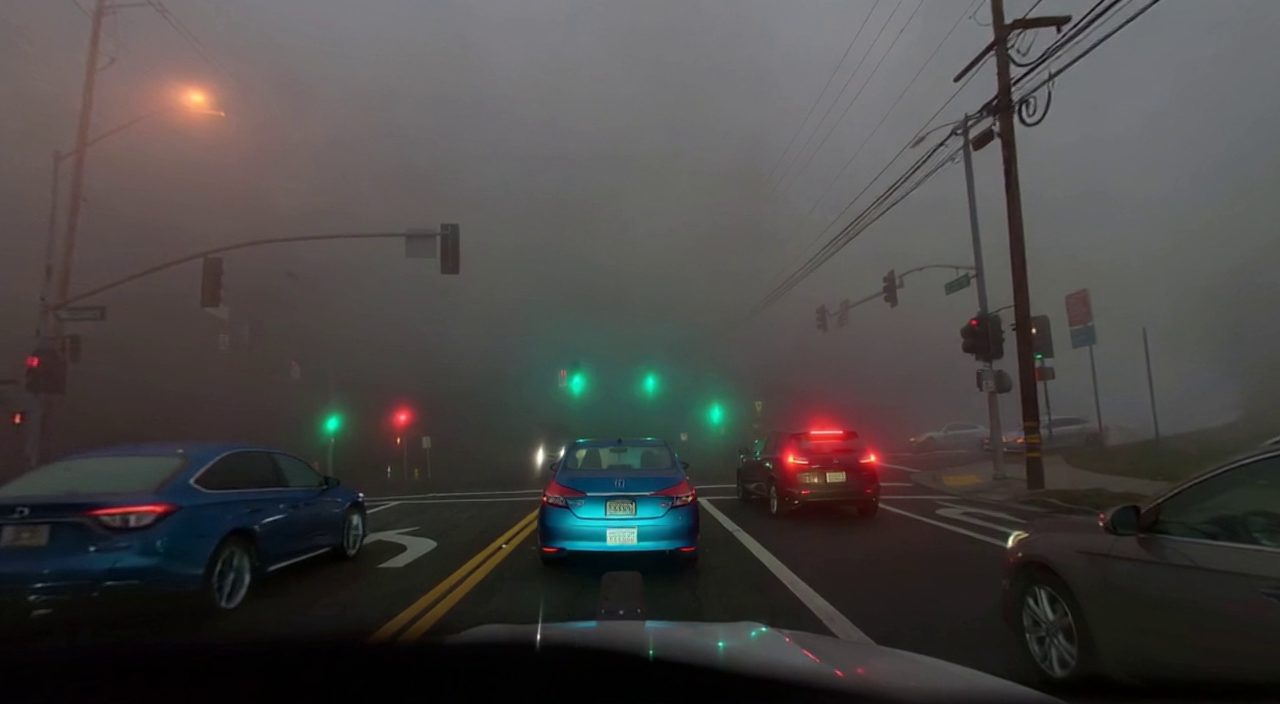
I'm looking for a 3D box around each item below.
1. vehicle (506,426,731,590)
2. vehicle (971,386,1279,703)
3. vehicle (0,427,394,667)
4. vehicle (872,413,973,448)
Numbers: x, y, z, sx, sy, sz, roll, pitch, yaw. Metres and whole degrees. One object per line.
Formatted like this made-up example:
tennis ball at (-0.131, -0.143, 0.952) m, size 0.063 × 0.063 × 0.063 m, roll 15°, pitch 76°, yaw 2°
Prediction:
vehicle at (-0.222, 1.749, 7.972) m, size 2.061 × 1.485 × 4.196 m, roll 0°, pitch -8°, yaw -1°
vehicle at (2.921, 0.848, 1.866) m, size 1.860 × 1.494 × 3.707 m, roll 0°, pitch -8°, yaw 0°
vehicle at (-4.384, 1.551, 6.212) m, size 2.106 × 1.492 × 4.312 m, roll 0°, pitch -8°, yaw 1°
vehicle at (15.116, 4.239, 33.990) m, size 4.431 × 1.555 × 1.886 m, roll -4°, pitch -9°, yaw 2°
